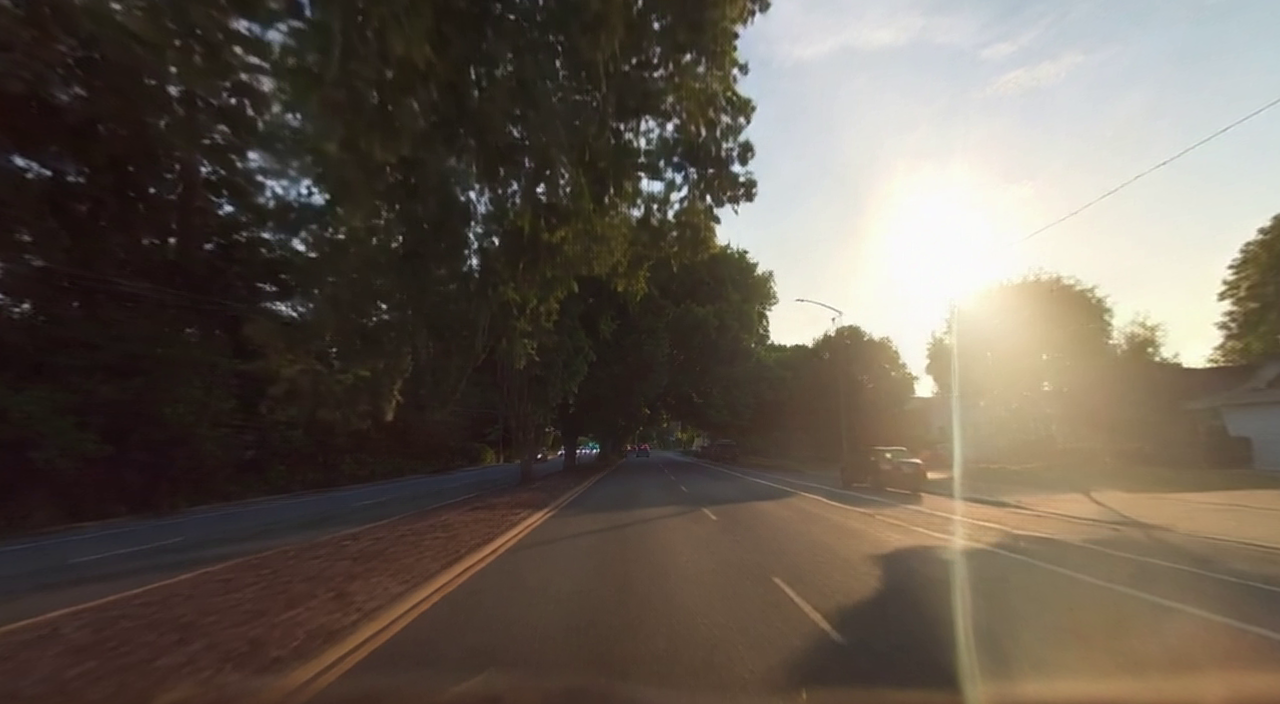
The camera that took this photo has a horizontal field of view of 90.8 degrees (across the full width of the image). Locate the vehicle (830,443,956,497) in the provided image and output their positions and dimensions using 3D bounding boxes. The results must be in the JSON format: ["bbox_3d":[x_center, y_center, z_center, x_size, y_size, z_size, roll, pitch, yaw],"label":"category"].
[{"bbox_3d":[7.613,3.588,19.618,1.967,1.449,4.645,0,-9,0],"label":"vehicle"}]
